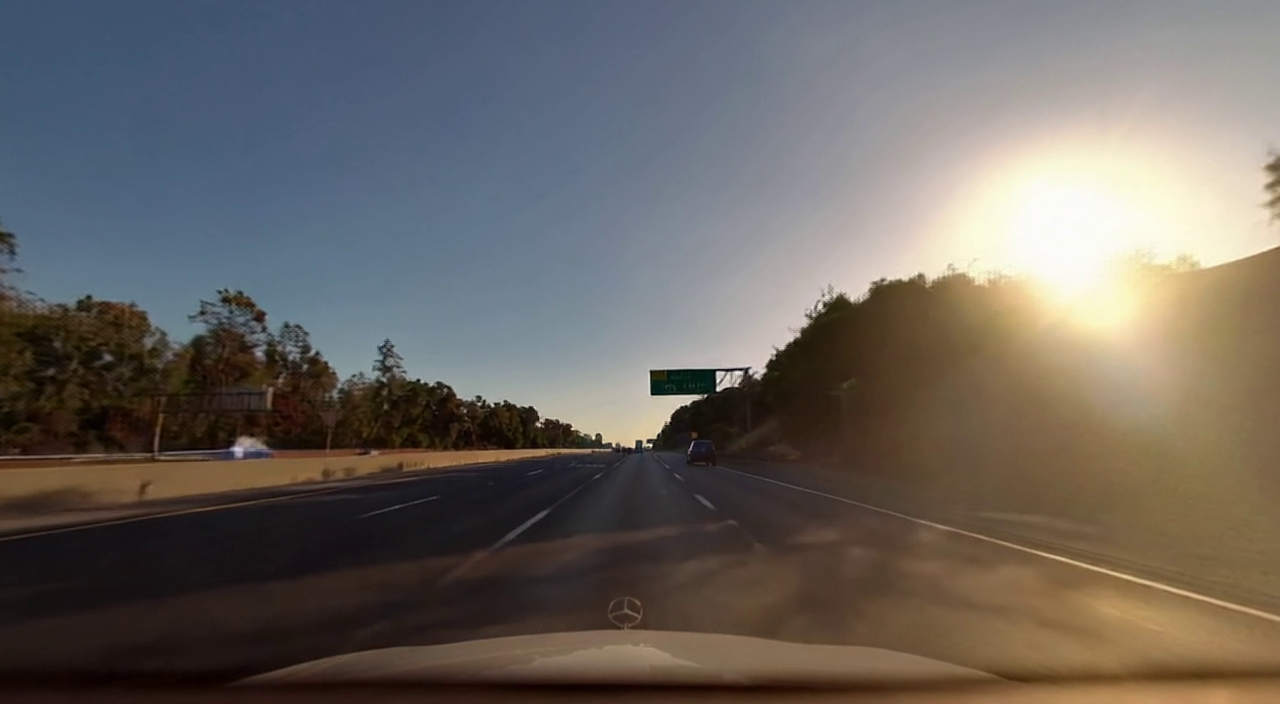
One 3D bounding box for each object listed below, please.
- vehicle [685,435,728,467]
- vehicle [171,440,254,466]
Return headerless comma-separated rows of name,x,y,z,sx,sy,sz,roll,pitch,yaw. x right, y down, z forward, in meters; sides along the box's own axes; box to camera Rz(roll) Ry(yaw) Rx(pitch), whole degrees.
vehicle,4.250,6.402,41.051,2.172,1.930,4.879,0,-8,-1
vehicle,-29.202,6.913,43.334,2.106,1.690,5.087,0,-8,1
